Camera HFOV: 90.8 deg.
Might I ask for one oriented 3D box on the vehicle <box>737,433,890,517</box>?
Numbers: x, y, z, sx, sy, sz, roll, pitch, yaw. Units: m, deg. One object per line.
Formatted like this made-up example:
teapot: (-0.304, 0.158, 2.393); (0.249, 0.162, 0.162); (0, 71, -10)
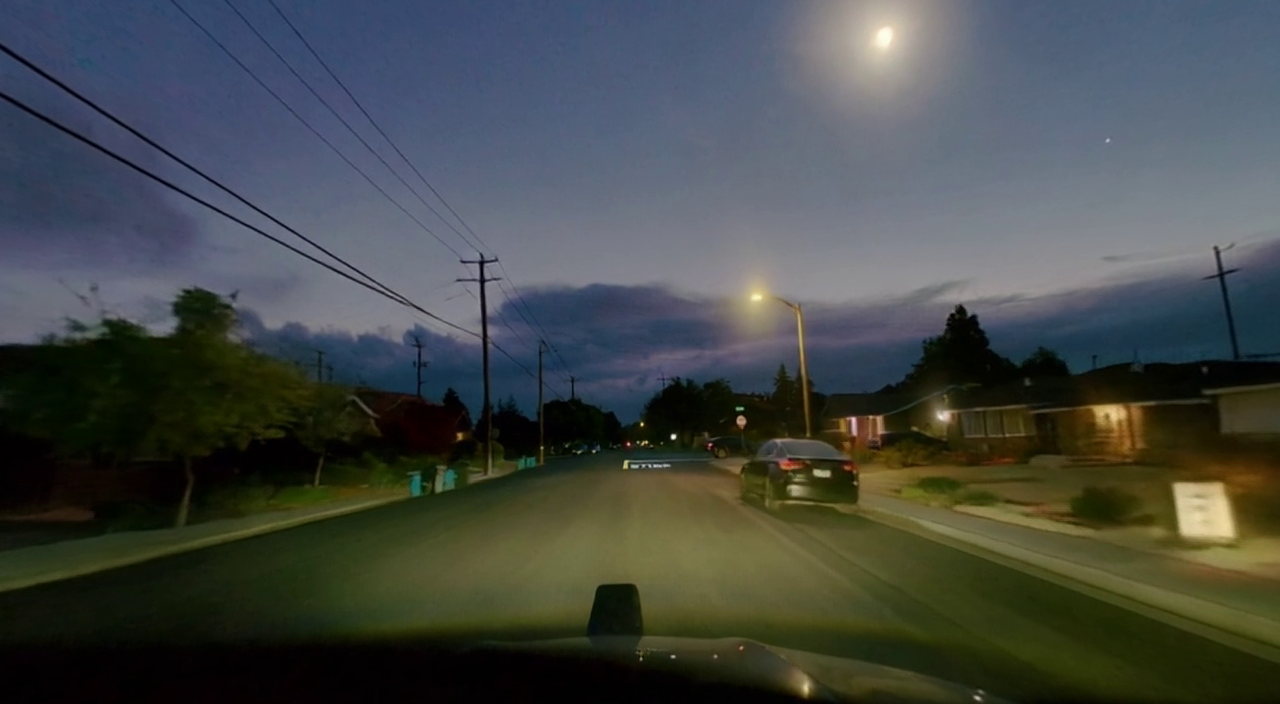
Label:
vehicle: (3.547, 2.601, 13.943); (2.012, 1.531, 4.557); (0, -8, -1)

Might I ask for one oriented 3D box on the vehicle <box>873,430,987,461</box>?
vehicle: (14.427, 4.687, 31.669); (4.737, 1.493, 2.001); (-1, -8, 4)
